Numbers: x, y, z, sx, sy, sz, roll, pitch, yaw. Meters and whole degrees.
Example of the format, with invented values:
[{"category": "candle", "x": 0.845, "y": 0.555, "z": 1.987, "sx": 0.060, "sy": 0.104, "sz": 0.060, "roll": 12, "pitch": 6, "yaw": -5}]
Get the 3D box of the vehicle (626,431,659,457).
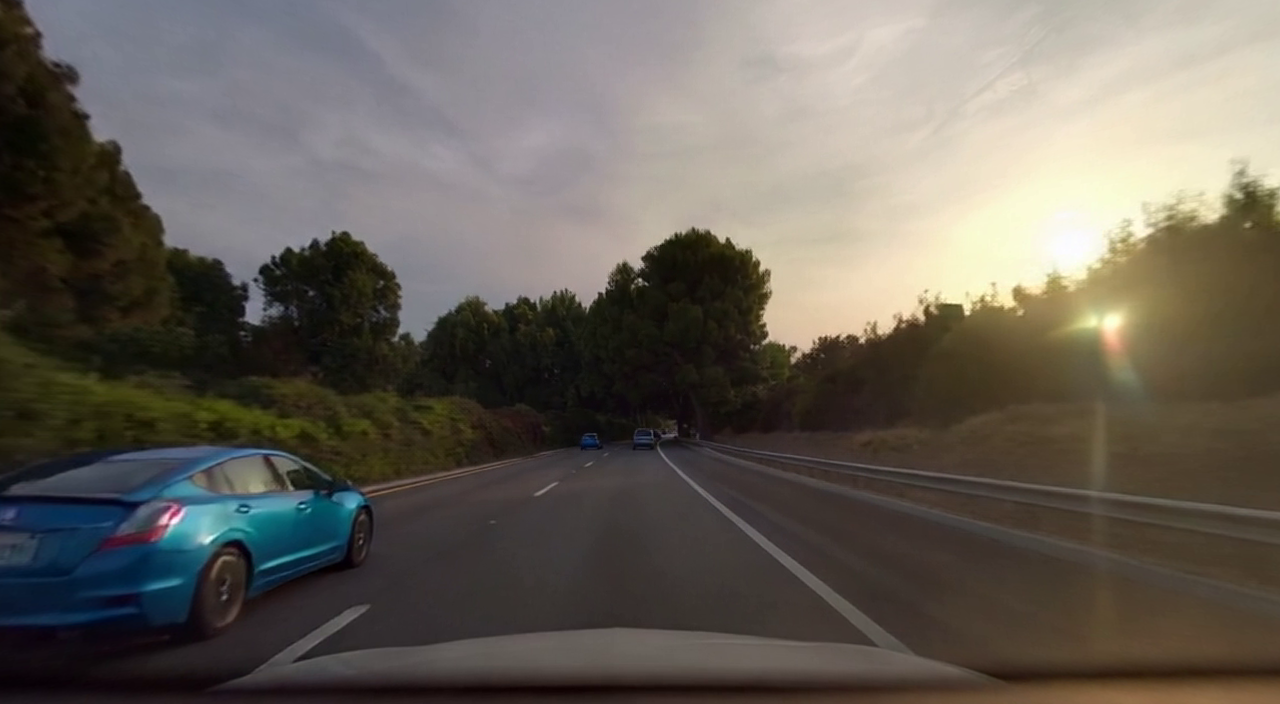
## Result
[{"category": "vehicle", "x": 0.106, "y": 5.970, "z": 41.084, "sx": 2.041, "sy": 1.618, "sz": 3.898, "roll": 0, "pitch": -8, "yaw": -1}]
